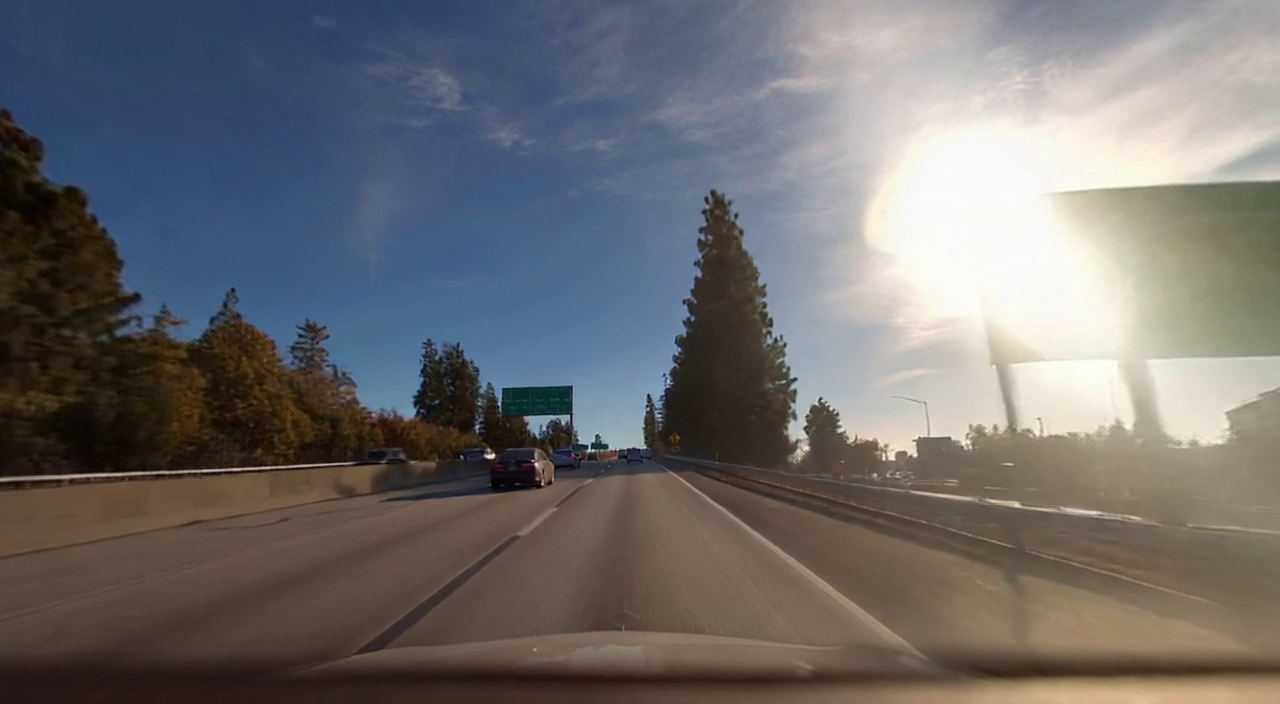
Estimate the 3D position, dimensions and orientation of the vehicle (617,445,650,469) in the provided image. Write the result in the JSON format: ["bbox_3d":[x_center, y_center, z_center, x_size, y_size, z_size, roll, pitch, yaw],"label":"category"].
[{"bbox_3d":[-0.433,7.033,42.574,2.100,1.471,3.956,0,-8,-1],"label":"vehicle"}]

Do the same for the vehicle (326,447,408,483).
[{"bbox_3d":[-13.862,5.732,32.396,2.150,1.649,4.582,0,-8,0],"label":"vehicle"}]

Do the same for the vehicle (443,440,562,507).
[{"bbox_3d":[-3.430,3.109,16.722,2.067,1.509,4.551,0,-8,1],"label":"vehicle"}]
